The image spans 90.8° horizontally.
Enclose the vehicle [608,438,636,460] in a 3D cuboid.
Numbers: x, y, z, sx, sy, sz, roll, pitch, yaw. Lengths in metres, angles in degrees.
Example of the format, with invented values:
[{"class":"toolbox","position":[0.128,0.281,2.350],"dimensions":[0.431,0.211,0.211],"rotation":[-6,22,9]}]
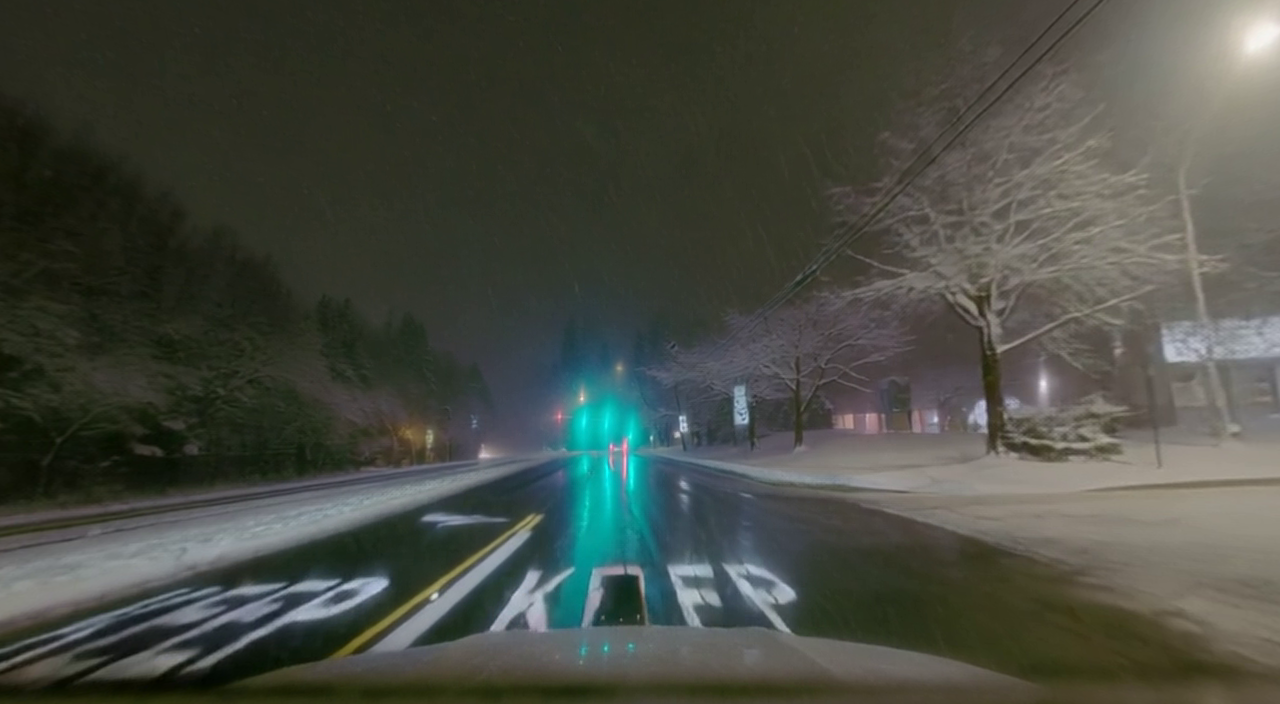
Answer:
[{"class":"vehicle","position":[-1.366,7.509,48.886],"dimensions":[2.045,1.613,4.210],"rotation":[0,-8,-1]}]
